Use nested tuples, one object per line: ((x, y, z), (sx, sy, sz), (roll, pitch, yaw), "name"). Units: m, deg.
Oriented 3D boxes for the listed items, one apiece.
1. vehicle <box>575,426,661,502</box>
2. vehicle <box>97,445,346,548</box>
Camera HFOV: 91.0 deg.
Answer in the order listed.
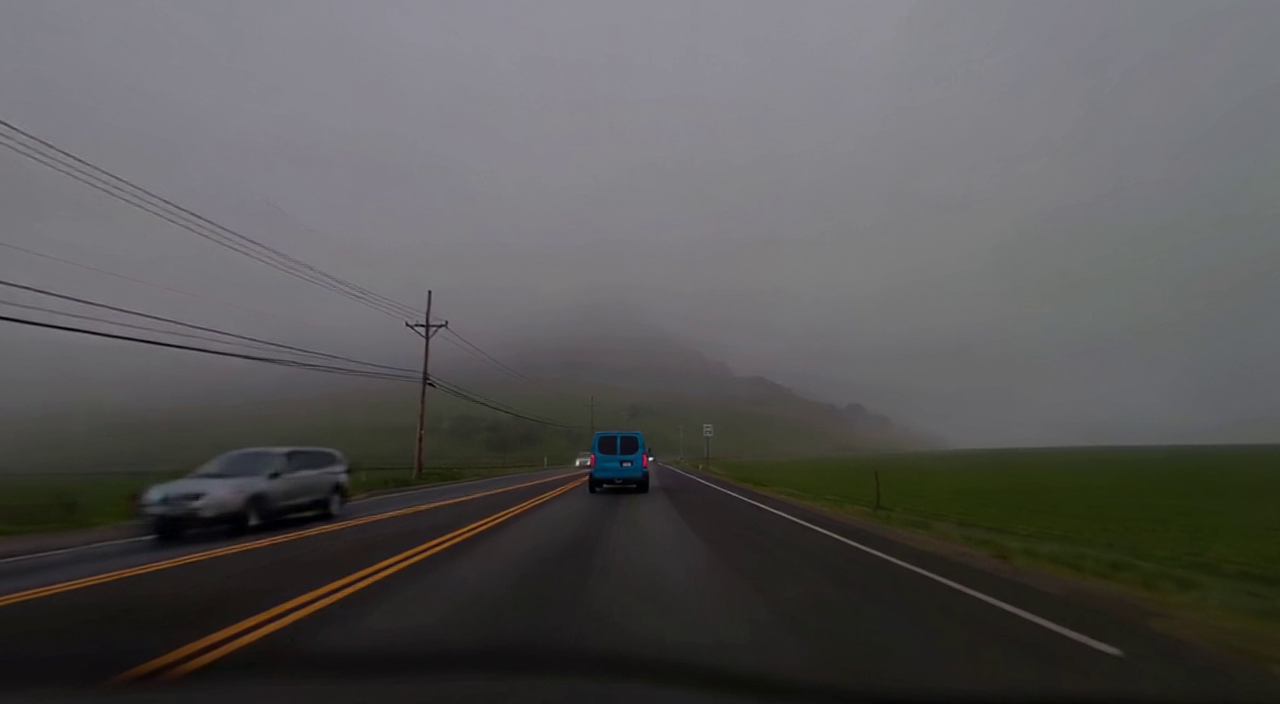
((-0.659, 3.554, 20.340), (2.454, 2.144, 4.535), (0, -9, -1), "vehicle")
((-9.300, 3.166, 14.727), (2.089, 1.946, 4.979), (-1, -9, 5), "vehicle")
